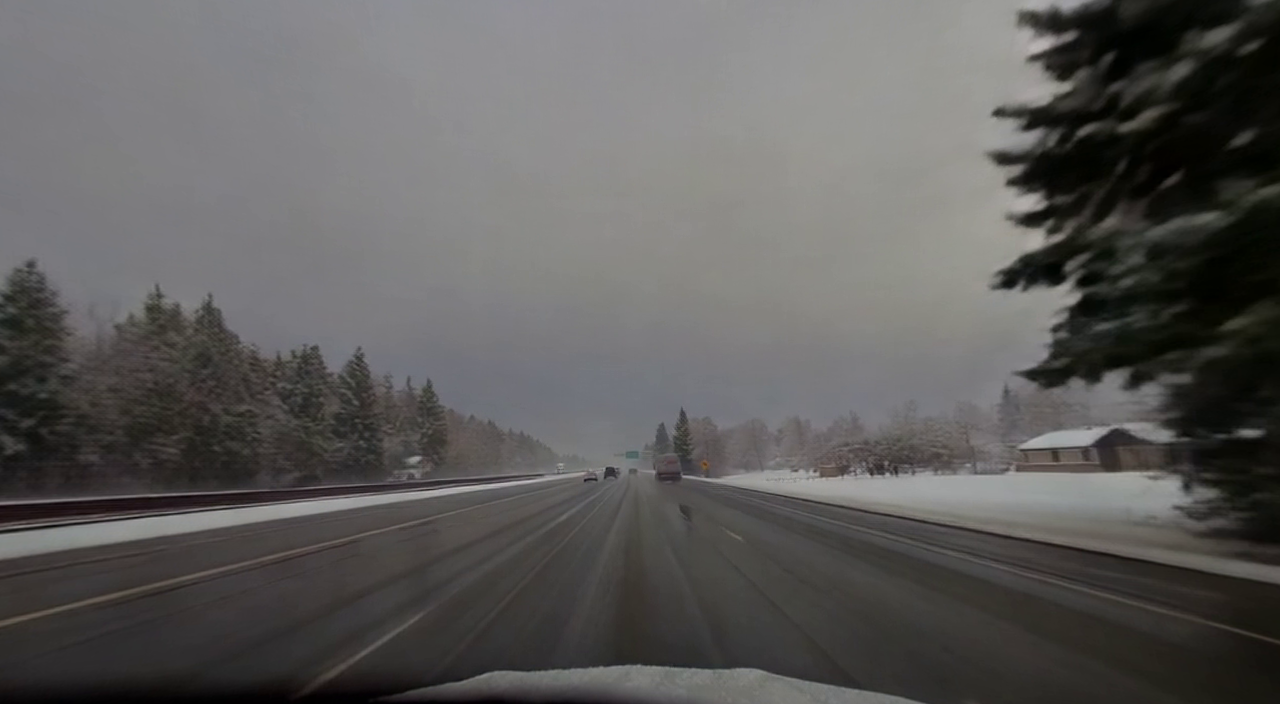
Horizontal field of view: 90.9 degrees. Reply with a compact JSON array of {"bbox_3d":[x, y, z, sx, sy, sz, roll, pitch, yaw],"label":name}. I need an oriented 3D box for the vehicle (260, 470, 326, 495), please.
[{"bbox_3d":[-23.082,8.691,42.138,1.841,1.467,4.535,1,-10,0],"label":"vehicle"}]
